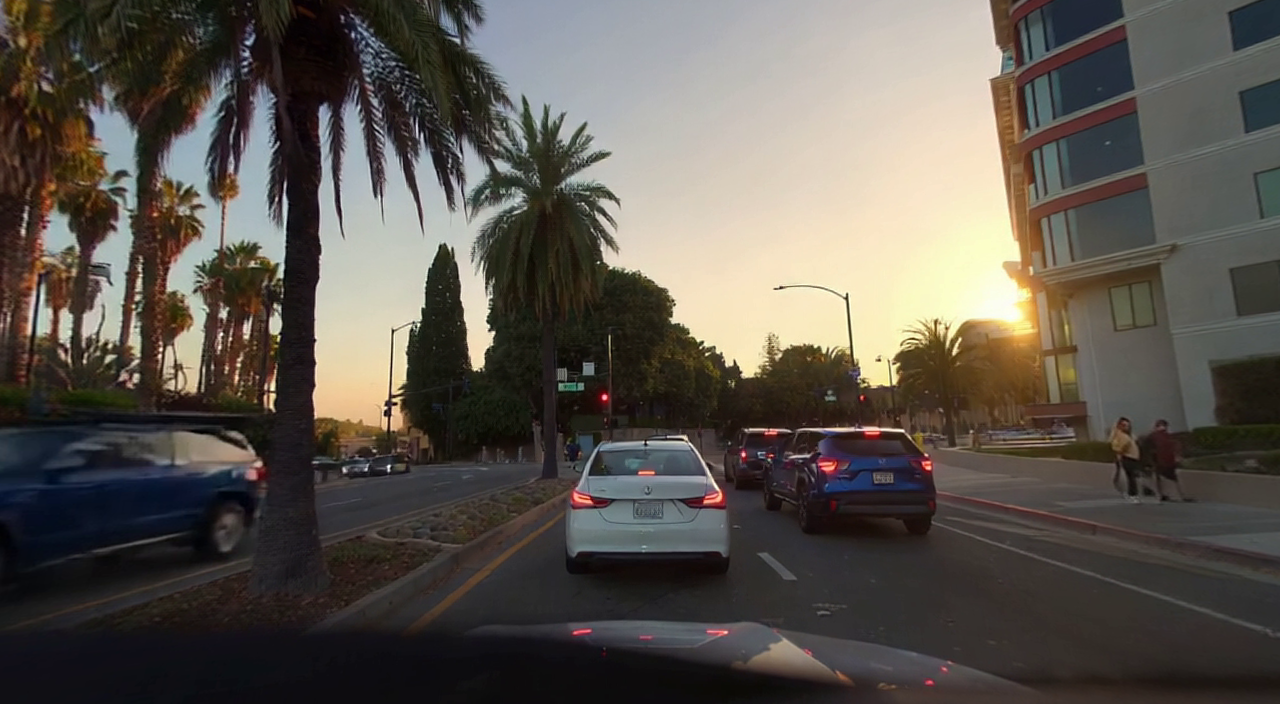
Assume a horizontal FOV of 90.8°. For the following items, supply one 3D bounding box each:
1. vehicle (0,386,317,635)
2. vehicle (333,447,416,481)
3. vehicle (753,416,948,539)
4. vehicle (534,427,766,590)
[{"bbox_3d":[-5.655,1.415,6.312,2.068,1.811,4.910,-1,-8,3],"label":"vehicle"},{"bbox_3d":[-13.168,5.559,31.736,1.965,1.507,4.725,-1,-8,2],"label":"vehicle"},{"bbox_3d":[3.394,2.115,11.241,2.003,1.733,4.319,0,-8,1],"label":"vehicle"},{"bbox_3d":[0.136,1.719,7.774,2.088,1.452,3.993,0,-8,1],"label":"vehicle"}]
